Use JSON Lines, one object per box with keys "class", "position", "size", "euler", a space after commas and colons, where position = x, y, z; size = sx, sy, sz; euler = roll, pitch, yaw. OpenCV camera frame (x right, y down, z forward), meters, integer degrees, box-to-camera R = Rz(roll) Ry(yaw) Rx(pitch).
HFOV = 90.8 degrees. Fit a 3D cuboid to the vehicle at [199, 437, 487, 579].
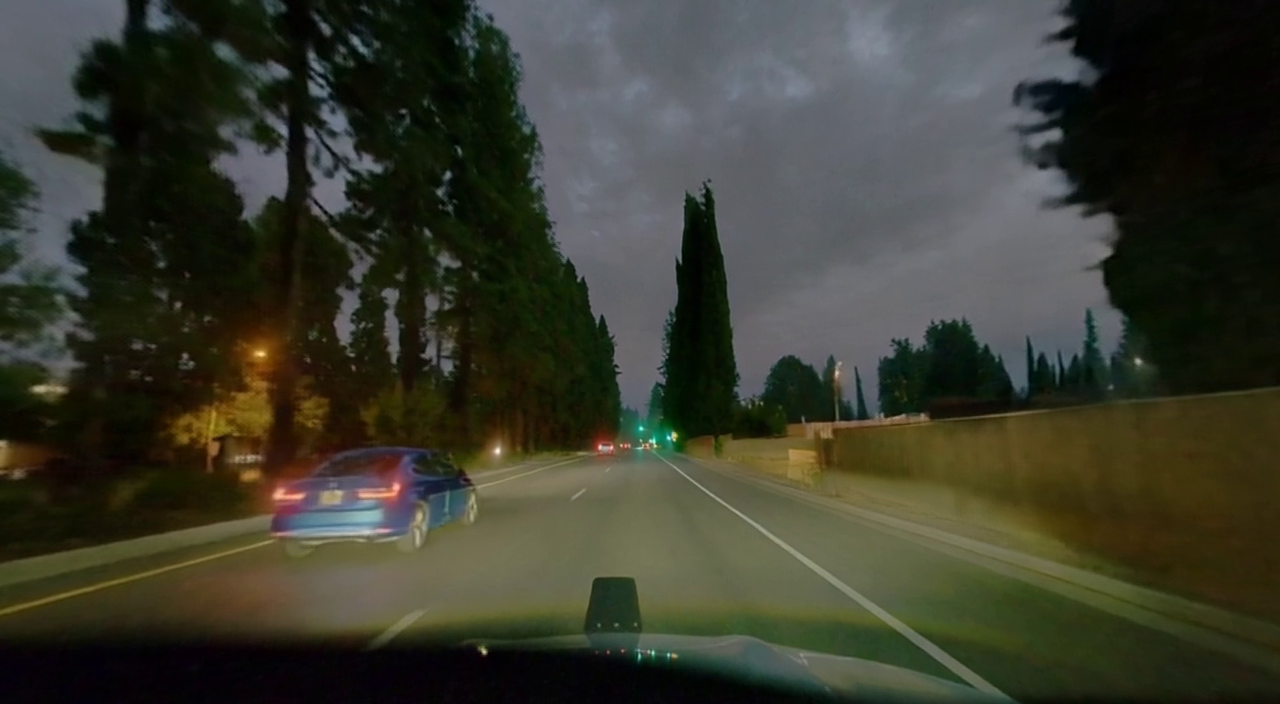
{"class": "vehicle", "position": [-3.612, 1.948, 8.769], "size": [1.870, 1.431, 4.317], "euler": [-1, -9, 1]}
